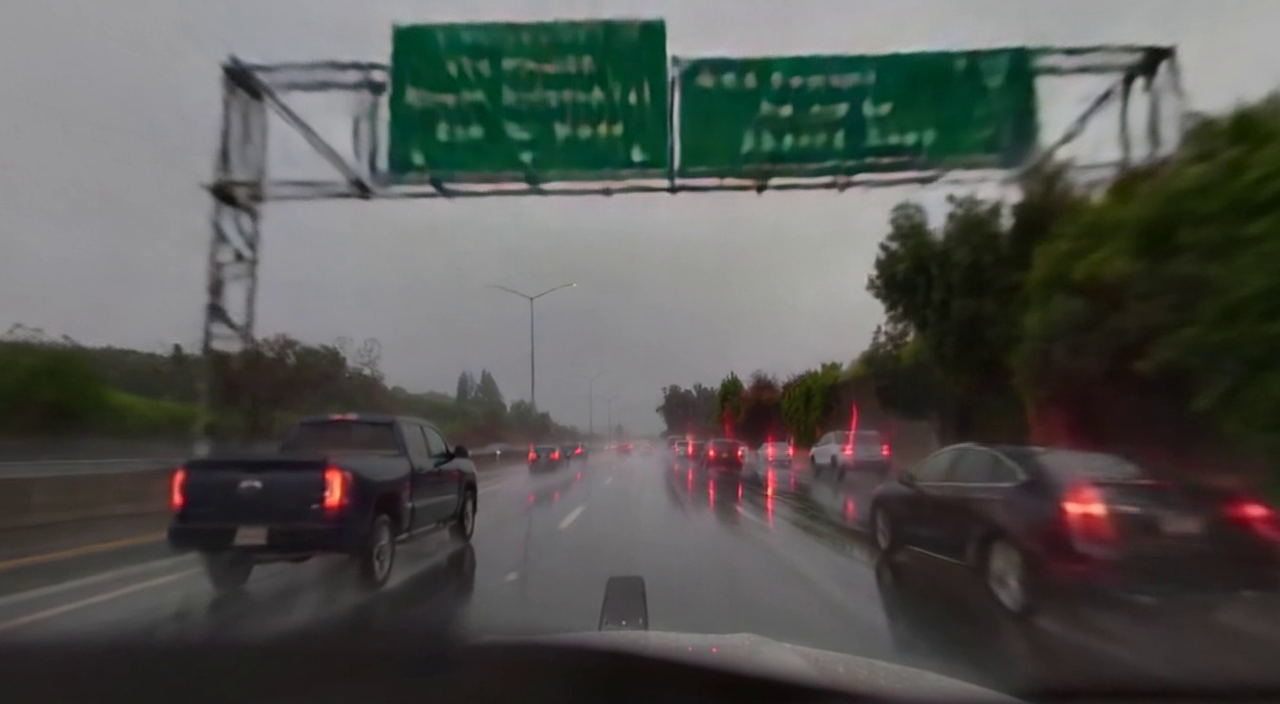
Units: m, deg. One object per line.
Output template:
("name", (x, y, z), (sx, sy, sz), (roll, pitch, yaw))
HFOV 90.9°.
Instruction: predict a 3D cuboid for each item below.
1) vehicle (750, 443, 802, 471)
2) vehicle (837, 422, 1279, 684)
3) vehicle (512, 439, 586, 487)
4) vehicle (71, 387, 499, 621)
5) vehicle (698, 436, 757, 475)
("vehicle", (7.788, 6.032, 36.597), (1.904, 1.473, 4.598), (0, -8, -1))
("vehicle", (3.746, 1.496, 6.067), (2.040, 1.461, 4.822), (0, -8, -1))
("vehicle", (-3.293, 4.128, 23.916), (1.974, 1.589, 5.047), (-1, -8, 1))
("vehicle", (-3.239, 1.500, 7.232), (2.139, 1.764, 4.707), (0, -8, 0))
("vehicle", (4.182, 5.041, 30.971), (2.144, 1.752, 4.765), (0, -8, -1))
